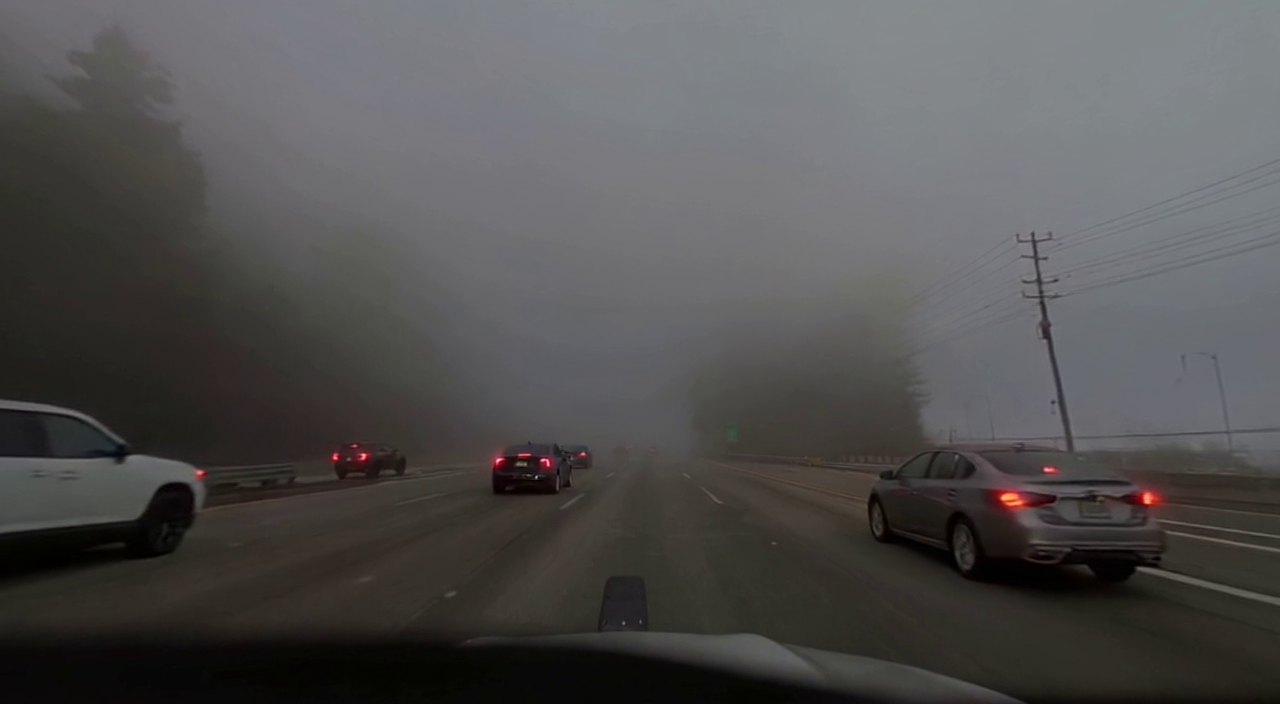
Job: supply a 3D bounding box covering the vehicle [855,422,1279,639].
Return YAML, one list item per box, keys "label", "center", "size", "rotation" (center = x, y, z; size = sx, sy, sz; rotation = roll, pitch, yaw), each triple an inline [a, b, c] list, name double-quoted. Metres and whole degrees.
- label: "vehicle"
  center: [4.138, 1.577, 6.746]
  size: [2.022, 1.472, 4.678]
  rotation: [0, -8, 0]

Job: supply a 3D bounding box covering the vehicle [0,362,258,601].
- label: "vehicle"
  center: [-6.884, 1.232, 6.179]
  size: [2.658, 2.048, 5.689]
  rotation: [0, -8, 1]

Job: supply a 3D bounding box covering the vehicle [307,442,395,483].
- label: "vehicle"
  center: [-10.924, 4.183, 24.126]
  size: [1.594, 1.442, 3.569]
  rotation: [0, -8, 2]

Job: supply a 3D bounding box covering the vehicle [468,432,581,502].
- label: "vehicle"
  center: [-3.010, 3.116, 17.544]
  size: [2.133, 1.668, 4.505]
  rotation: [0, -8, 2]
